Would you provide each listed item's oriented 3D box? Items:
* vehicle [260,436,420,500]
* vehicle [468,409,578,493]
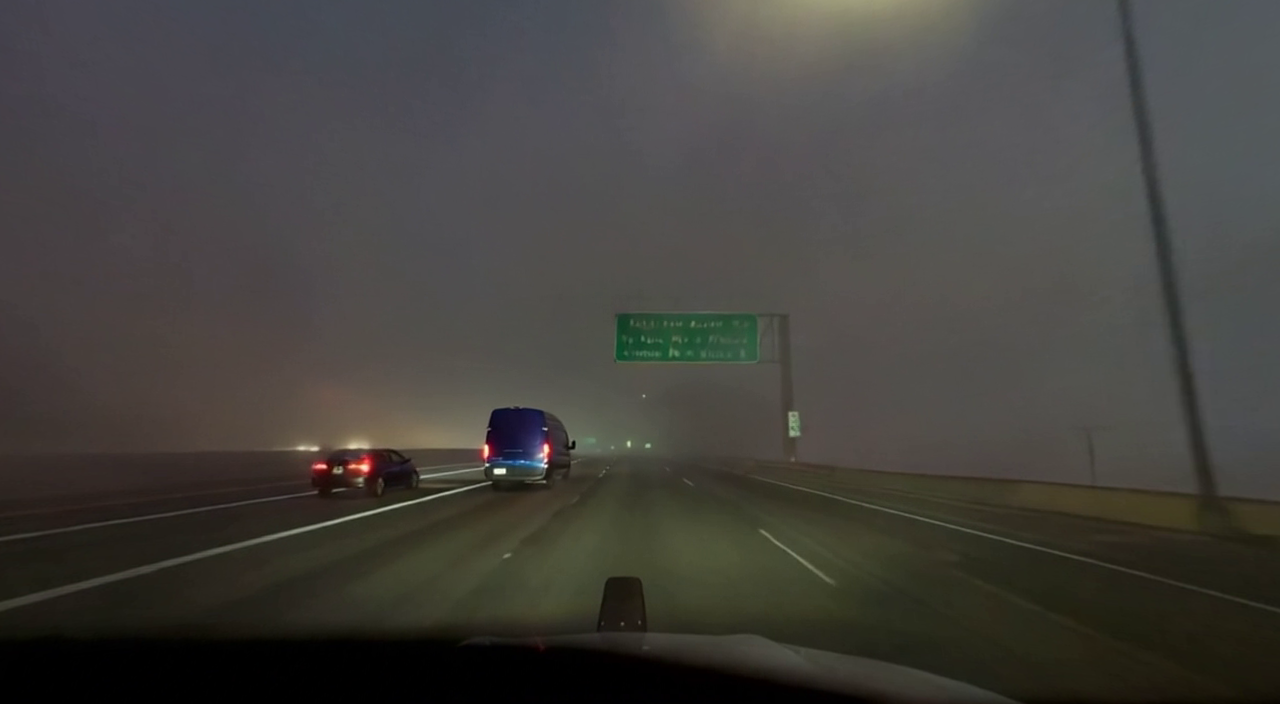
[{"bbox_3d":[-7.938,3.103,17.262,1.987,1.490,4.781,0,-8,1],"label":"vehicle"},{"bbox_3d":[-3.462,3.106,19.901,2.372,2.248,5.393,0,-8,1],"label":"vehicle"}]
